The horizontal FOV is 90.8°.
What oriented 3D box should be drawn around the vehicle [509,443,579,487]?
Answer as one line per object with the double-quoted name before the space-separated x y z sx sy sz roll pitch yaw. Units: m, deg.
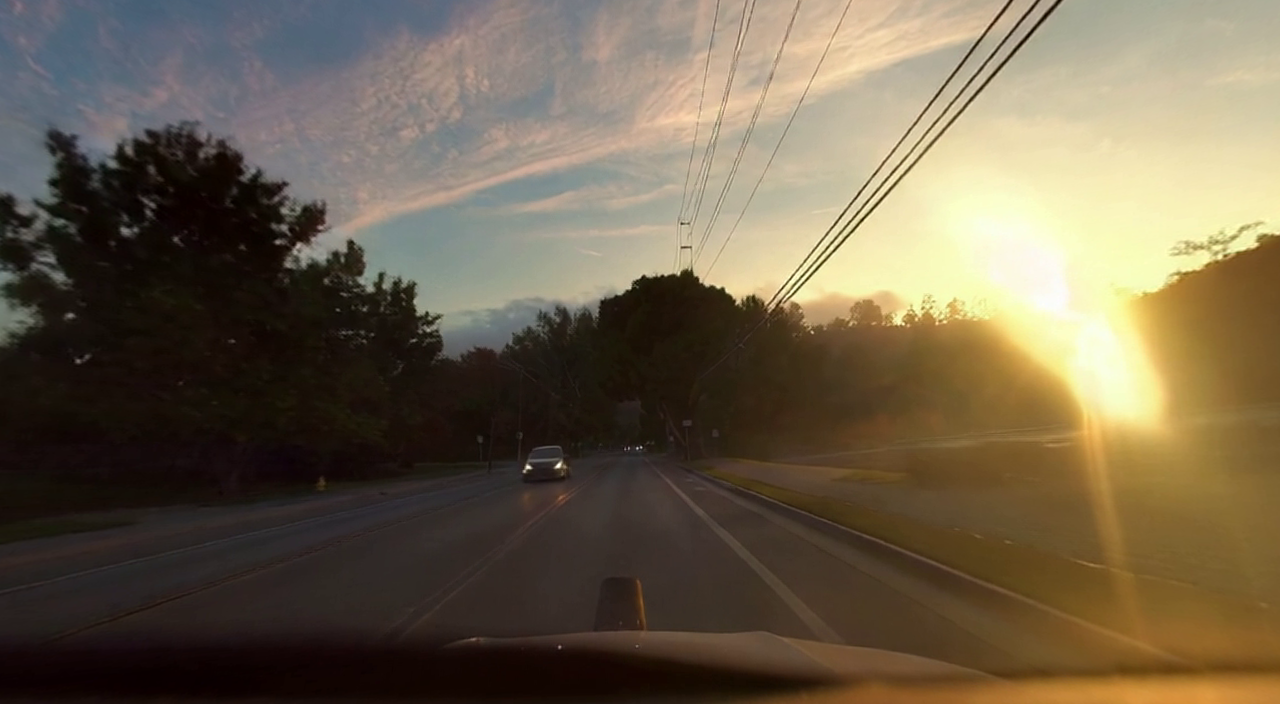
"vehicle" -3.783 4.551 25.776 2.086 1.608 4.649 0 -9 1
